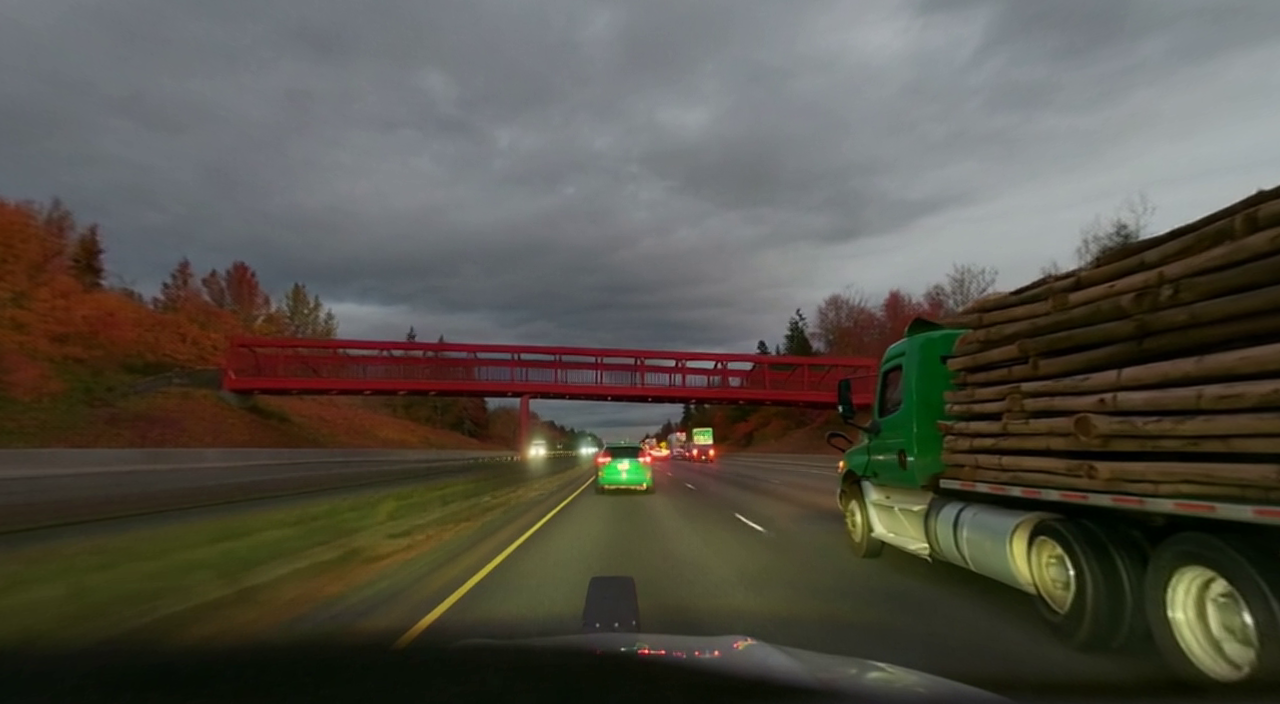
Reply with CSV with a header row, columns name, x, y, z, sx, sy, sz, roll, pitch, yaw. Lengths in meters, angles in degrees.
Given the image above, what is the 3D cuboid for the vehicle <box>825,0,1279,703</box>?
name,x,y,z,sx,sy,sz,roll,pitch,yaw
vehicle,4.258,-0.030,4.394,2.992,3.920,8.831,0,-9,-1

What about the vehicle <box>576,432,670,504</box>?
name,x,y,z,sx,sy,sz,roll,pitch,yaw
vehicle,-0.440,3.107,17.132,2.259,1.699,4.015,0,-9,-1

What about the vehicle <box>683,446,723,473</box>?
name,x,y,z,sx,sy,sz,roll,pitch,yaw
vehicle,3.734,6.418,37.685,1.894,1.487,3.751,0,-9,-2
